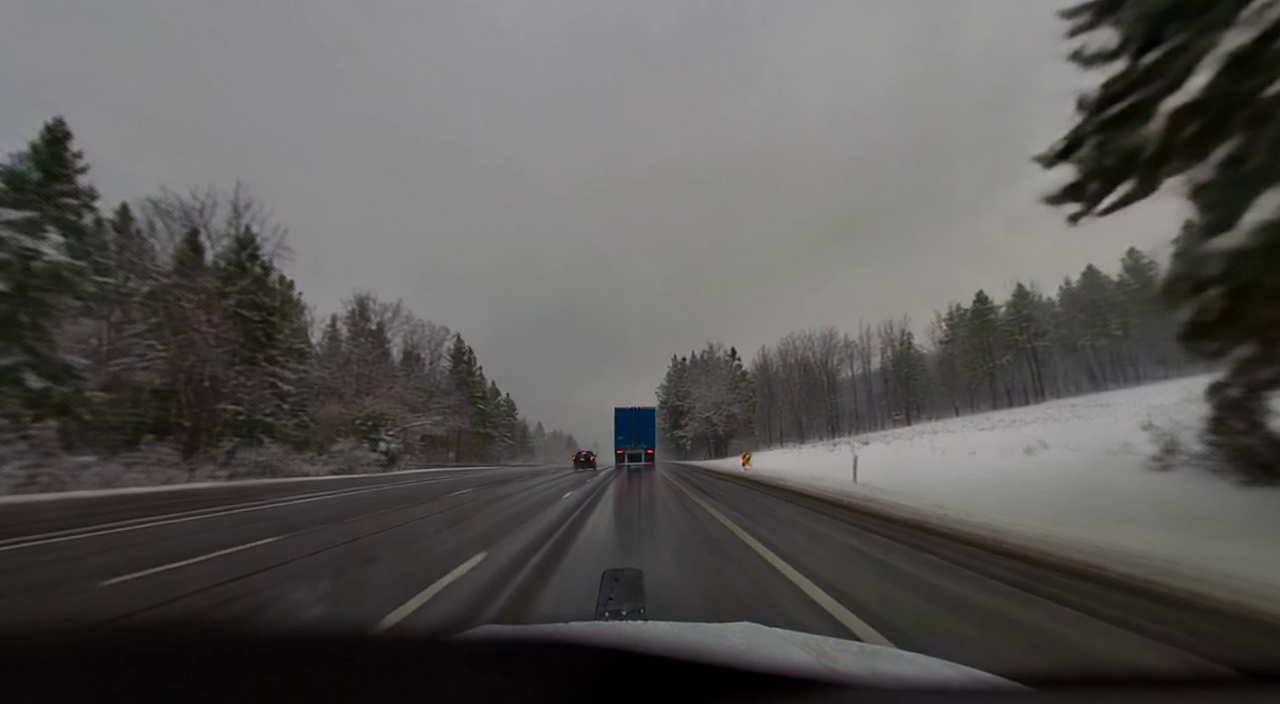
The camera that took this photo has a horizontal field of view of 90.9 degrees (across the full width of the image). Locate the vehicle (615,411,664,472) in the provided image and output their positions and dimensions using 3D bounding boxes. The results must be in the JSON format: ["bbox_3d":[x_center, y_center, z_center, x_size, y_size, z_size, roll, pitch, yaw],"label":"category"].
[{"bbox_3d":[-0.102,7.044,49.593,3.320,4.173,11.889,0,-8,-1],"label":"vehicle"}]
